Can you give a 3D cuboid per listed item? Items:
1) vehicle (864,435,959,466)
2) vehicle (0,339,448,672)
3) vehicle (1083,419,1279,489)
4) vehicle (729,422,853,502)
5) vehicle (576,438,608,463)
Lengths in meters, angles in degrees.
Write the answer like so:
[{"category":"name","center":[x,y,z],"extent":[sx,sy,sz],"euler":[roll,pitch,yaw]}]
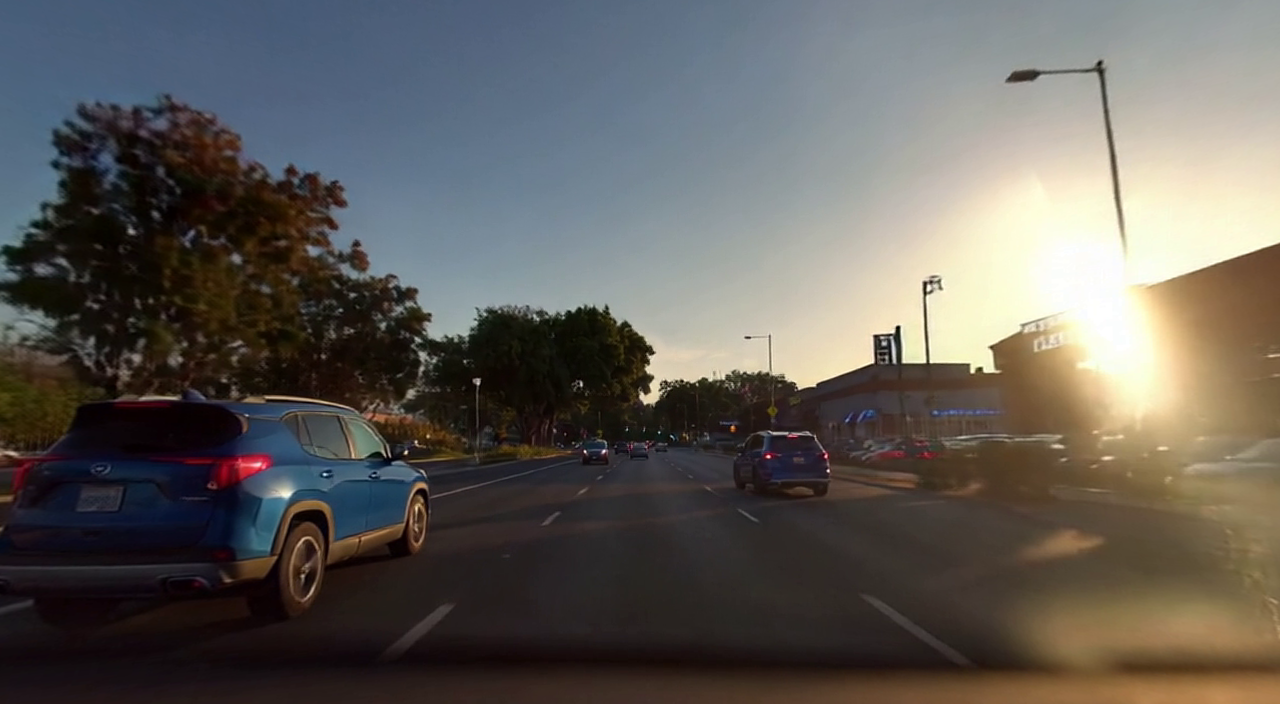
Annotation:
[{"category":"vehicle","center":[13.830,5.026,32.202],"extent":[4.040,1.497,1.702],"euler":[0,-8,-1]},{"category":"vehicle","center":[-3.727,1.226,6.115],"extent":[2.210,1.925,4.838],"euler":[0,-8,0]},{"category":"vehicle","center":[14.832,2.679,16.648],"extent":[4.647,1.725,1.991],"euler":[0,-8,1]},{"category":"vehicle","center":[3.672,2.768,16.232],"extent":[2.024,1.773,4.431],"euler":[0,-8,-1]},{"category":"vehicle","center":[-3.602,7.546,48.261],"extent":[2.112,1.775,4.404],"euler":[0,-8,0]}]
